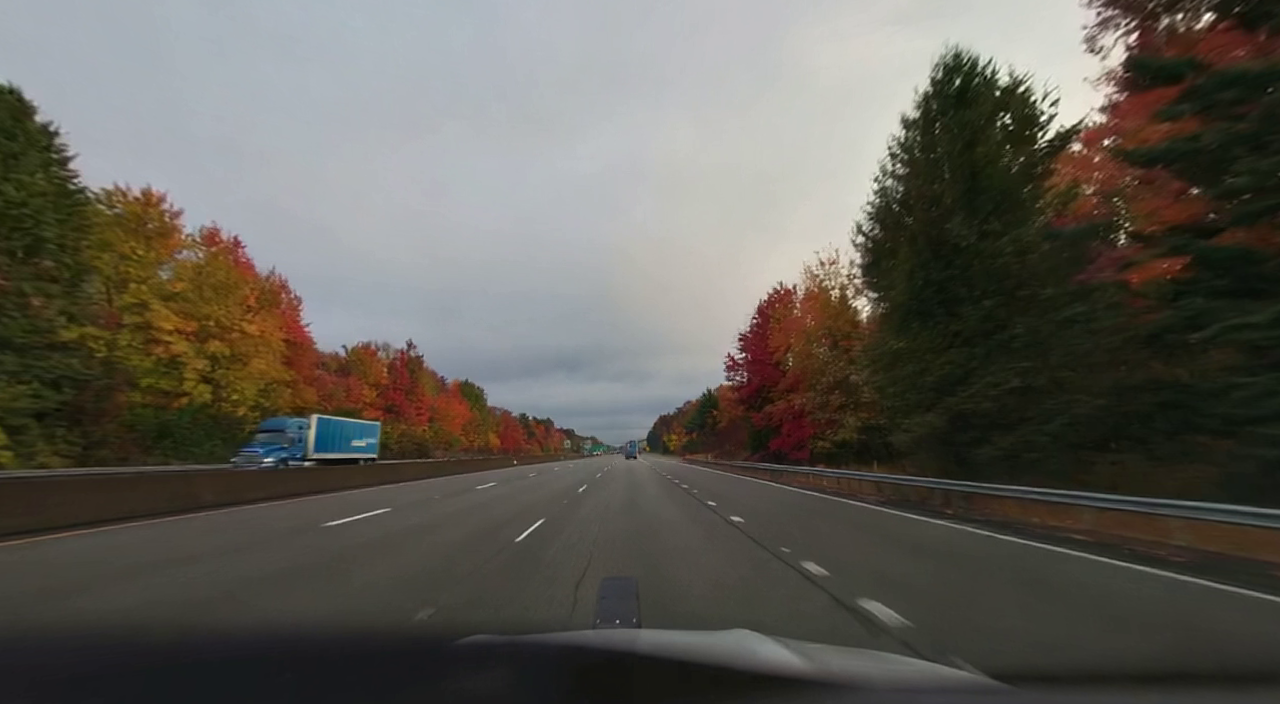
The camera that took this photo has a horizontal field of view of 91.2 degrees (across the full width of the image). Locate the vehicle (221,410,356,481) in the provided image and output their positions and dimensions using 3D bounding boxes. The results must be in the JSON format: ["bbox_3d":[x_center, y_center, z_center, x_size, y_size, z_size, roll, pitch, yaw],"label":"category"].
[{"bbox_3d":[-20.513,5.579,37.443,2.992,3.684,8.774,0,-9,0],"label":"vehicle"}]
